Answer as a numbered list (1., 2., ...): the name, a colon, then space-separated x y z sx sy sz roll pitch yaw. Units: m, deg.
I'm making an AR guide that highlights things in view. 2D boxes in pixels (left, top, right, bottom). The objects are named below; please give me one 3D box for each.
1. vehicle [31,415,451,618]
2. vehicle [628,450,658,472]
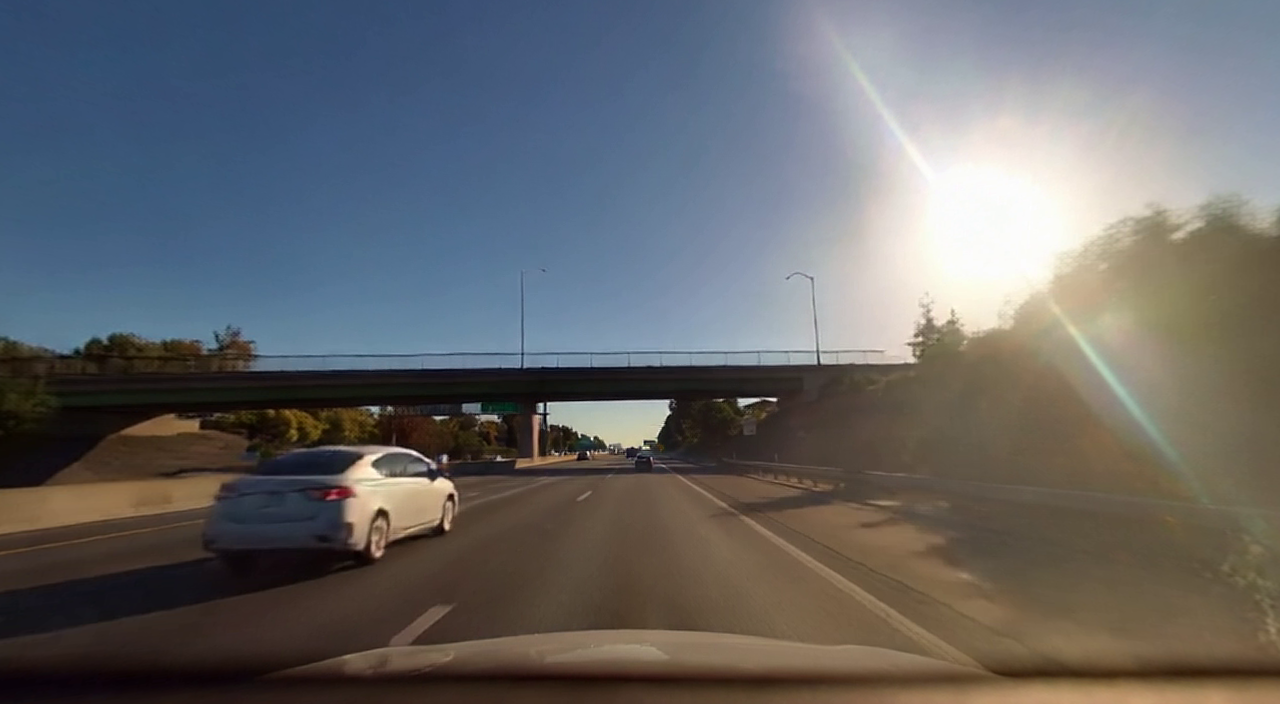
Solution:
1. vehicle: -3.971 1.708 7.469 2.055 1.665 4.373 0 -9 0
2. vehicle: 0.206 8.041 46.507 2.113 1.537 4.208 0 -9 0
